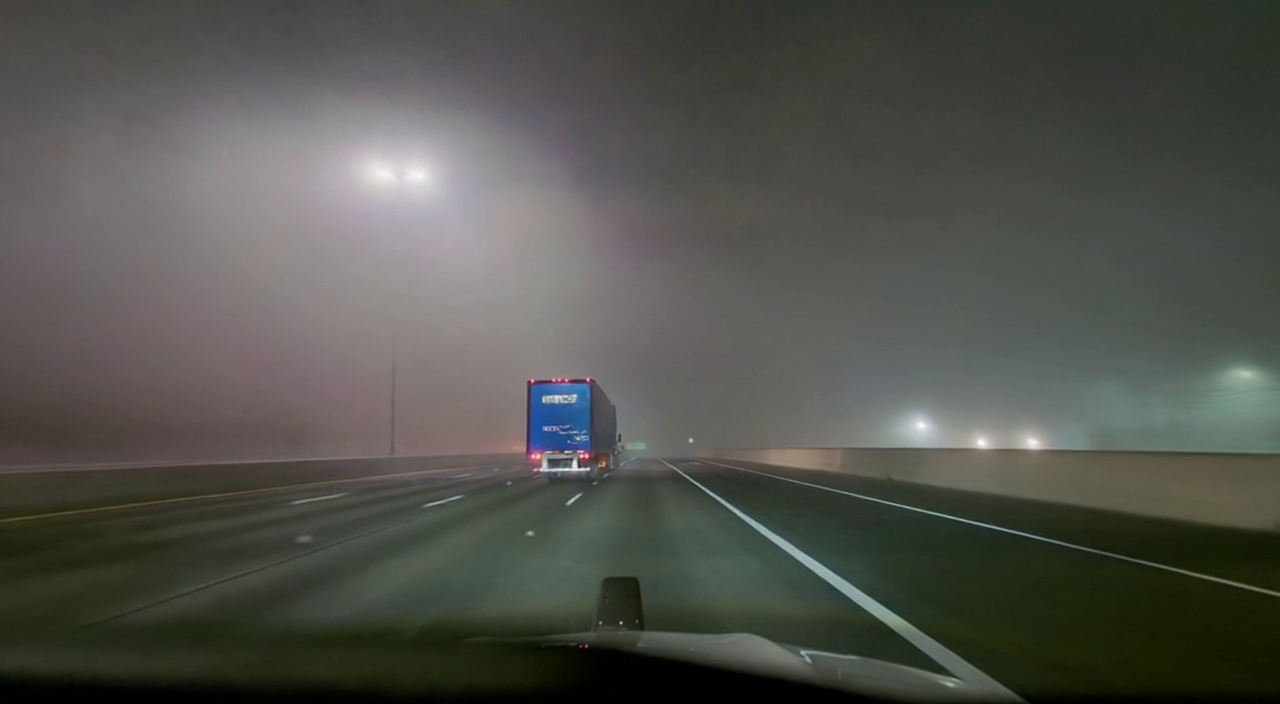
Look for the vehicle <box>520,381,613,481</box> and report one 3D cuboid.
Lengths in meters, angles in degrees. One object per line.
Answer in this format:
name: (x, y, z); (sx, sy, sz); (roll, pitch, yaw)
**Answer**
vehicle: (-3.161, 3.981, 30.680); (3.059, 3.956, 11.036); (0, -9, 1)
